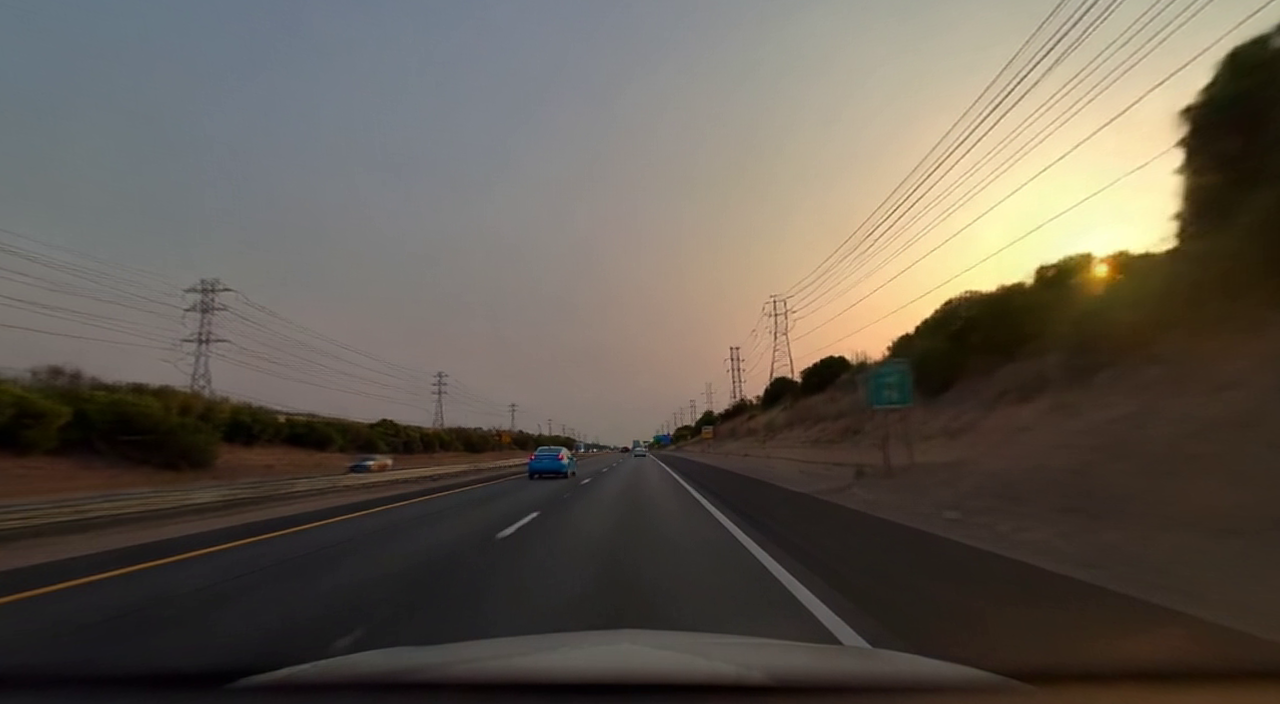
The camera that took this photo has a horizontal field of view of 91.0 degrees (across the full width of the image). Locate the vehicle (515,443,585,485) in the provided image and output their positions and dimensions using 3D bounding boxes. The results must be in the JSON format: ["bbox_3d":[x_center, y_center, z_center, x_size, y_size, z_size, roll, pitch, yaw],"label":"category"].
[{"bbox_3d":[-3.568,4.522,25.788,2.106,1.543,4.465,0,-9,1],"label":"vehicle"}]
